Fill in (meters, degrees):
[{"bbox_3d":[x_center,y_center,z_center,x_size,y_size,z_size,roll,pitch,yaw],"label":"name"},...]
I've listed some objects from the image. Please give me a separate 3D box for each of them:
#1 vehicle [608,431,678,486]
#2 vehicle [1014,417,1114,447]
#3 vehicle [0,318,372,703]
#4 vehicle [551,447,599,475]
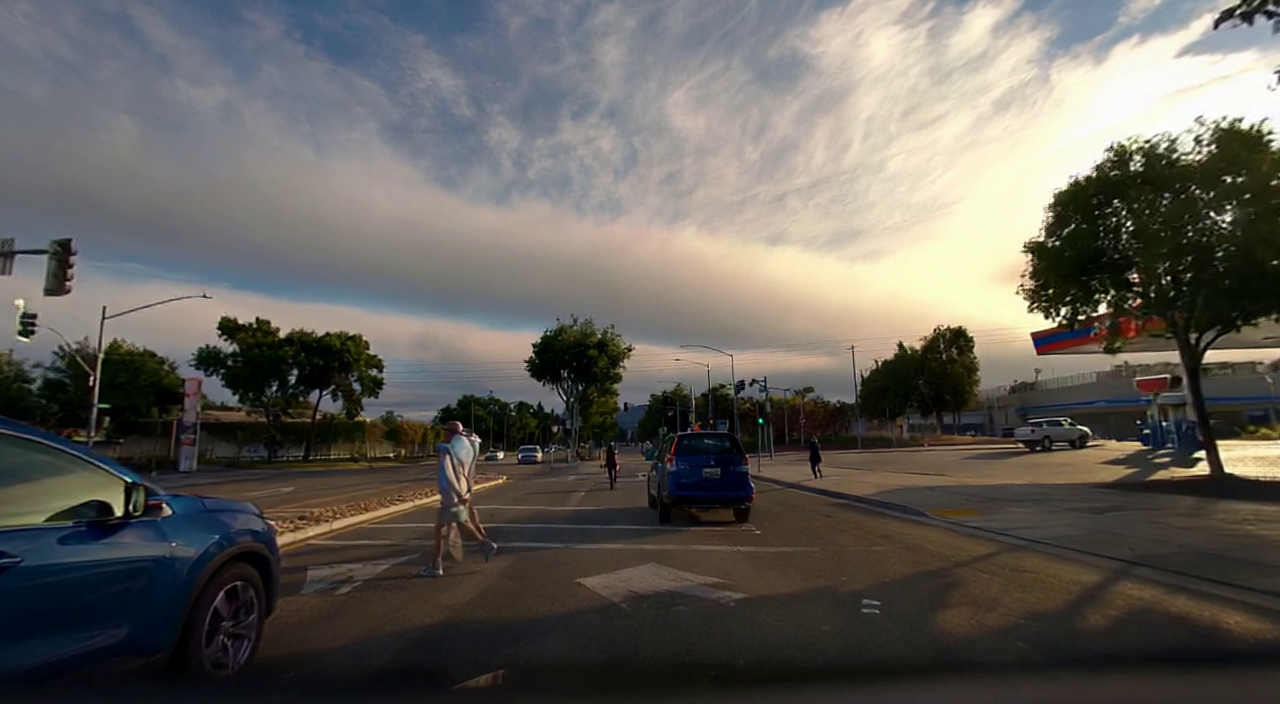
[{"bbox_3d":[0.050,4.314,25.856,2.552,1.999,5.498,0,-8,-1],"label":"vehicle"},{"bbox_3d":[28.315,5.392,42.177,5.102,1.893,2.120,0,-9,-1],"label":"vehicle"},{"bbox_3d":[-3.104,0.805,2.156,2.247,1.734,4.919,0,-8,-1],"label":"vehicle"},{"bbox_3d":[-3.668,6.293,36.584,2.192,1.458,4.594,0,-8,1],"label":"vehicle"}]
